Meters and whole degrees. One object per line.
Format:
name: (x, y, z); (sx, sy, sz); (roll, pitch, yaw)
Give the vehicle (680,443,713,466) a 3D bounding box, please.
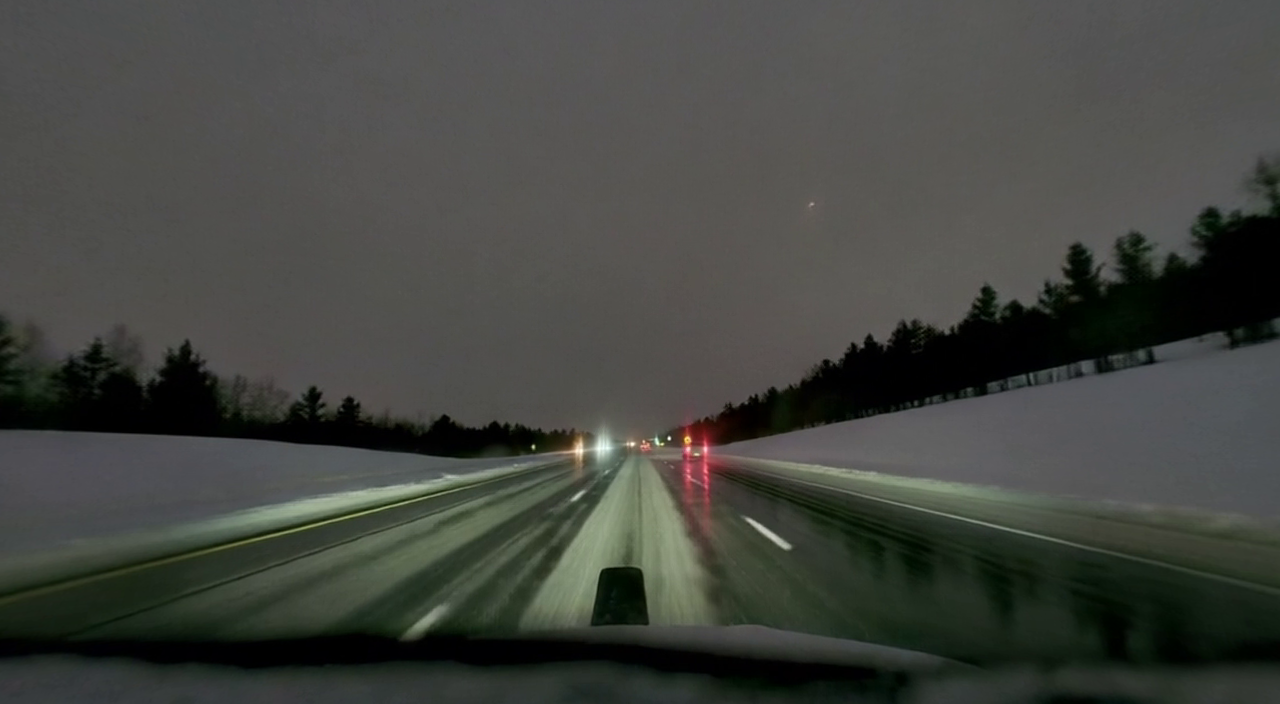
vehicle: (4.079, 7.419, 45.826); (2.003, 1.520, 4.058); (0, -8, 0)
